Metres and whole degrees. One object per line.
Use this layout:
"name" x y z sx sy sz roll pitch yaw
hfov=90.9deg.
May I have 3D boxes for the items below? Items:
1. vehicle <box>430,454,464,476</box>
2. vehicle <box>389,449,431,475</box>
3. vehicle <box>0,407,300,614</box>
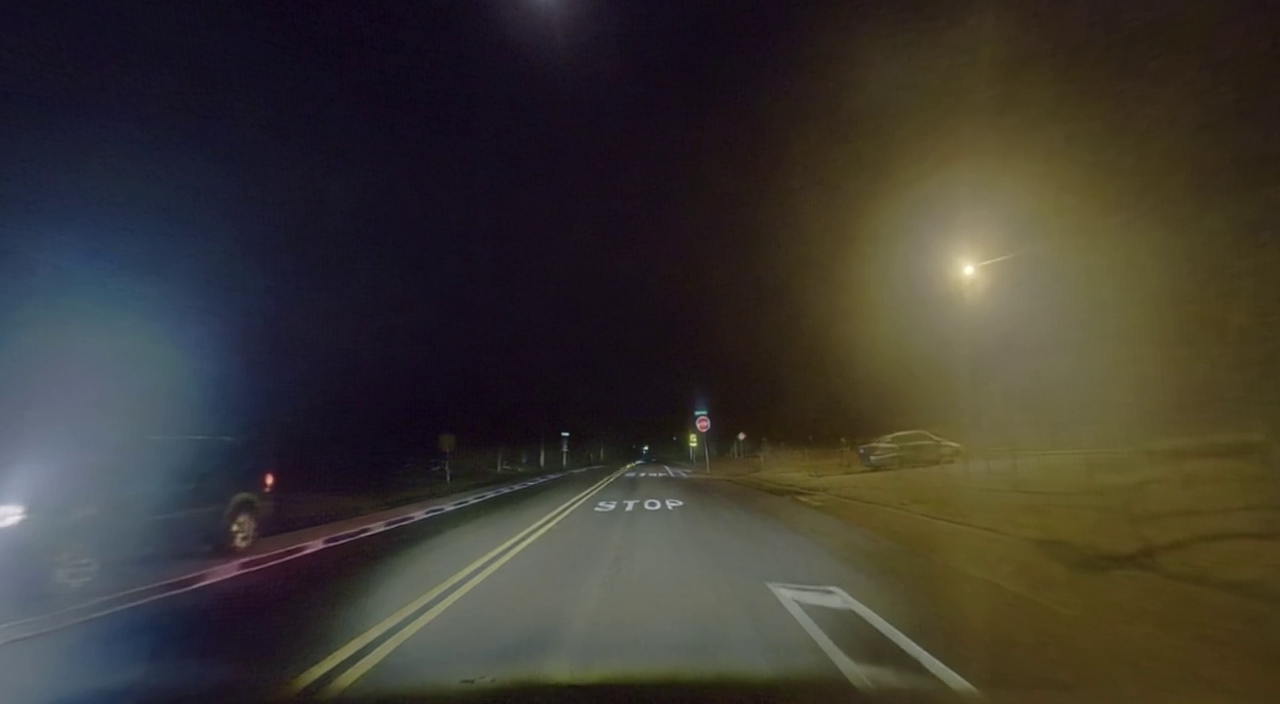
"vehicle" -14.392 8.405 47.197 1.739 1.539 3.548 1 -9 -6
"vehicle" -17.593 8.452 48.360 1.849 1.831 3.980 -1 -11 -4
"vehicle" -6.429 1.825 7.778 1.992 1.797 4.372 -3 -10 0
